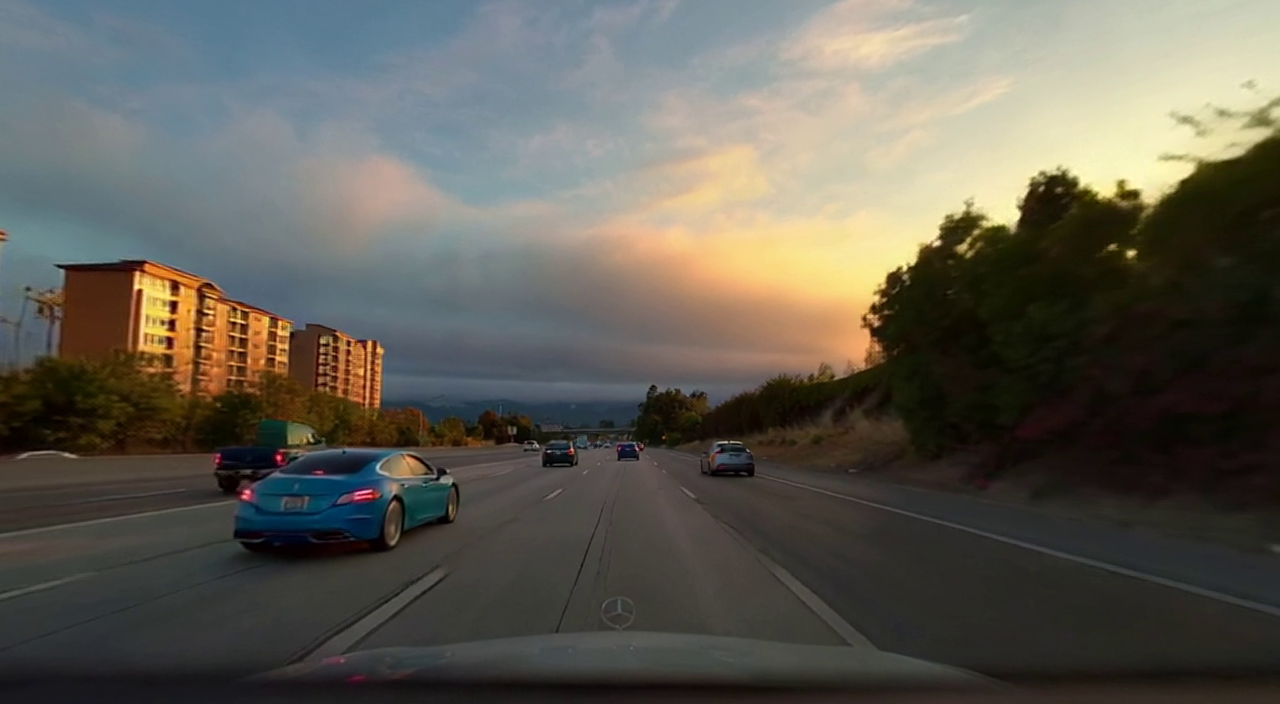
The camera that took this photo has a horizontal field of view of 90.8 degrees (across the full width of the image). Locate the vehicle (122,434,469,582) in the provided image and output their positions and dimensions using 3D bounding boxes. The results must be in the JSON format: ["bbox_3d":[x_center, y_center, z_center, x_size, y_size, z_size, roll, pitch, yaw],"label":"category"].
[{"bbox_3d":[-3.977,1.861,8.447,2.124,1.426,4.444,0,-8,0],"label":"vehicle"}]

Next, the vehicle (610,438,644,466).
[{"bbox_3d":[-0.839,6.384,40.505,2.053,1.650,3.945,0,-8,-1],"label":"vehicle"}]

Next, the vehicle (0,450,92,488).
[{"bbox_3d":[-25.863,4.845,26.390,1.816,1.457,4.598,0,-8,-1],"label":"vehicle"}]

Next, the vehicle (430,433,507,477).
[{"bbox_3d":[-7.645,4.644,28.763,2.086,1.776,5.080,0,-8,0],"label":"vehicle"}]

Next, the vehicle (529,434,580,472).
[{"bbox_3d":[-4.306,5.156,32.372,2.044,1.774,4.329,0,-8,0],"label":"vehicle"}]

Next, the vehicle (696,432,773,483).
[{"bbox_3d":[3.337,3.834,23.242,2.061,1.658,4.417,0,-8,-2],"label":"vehicle"}]
